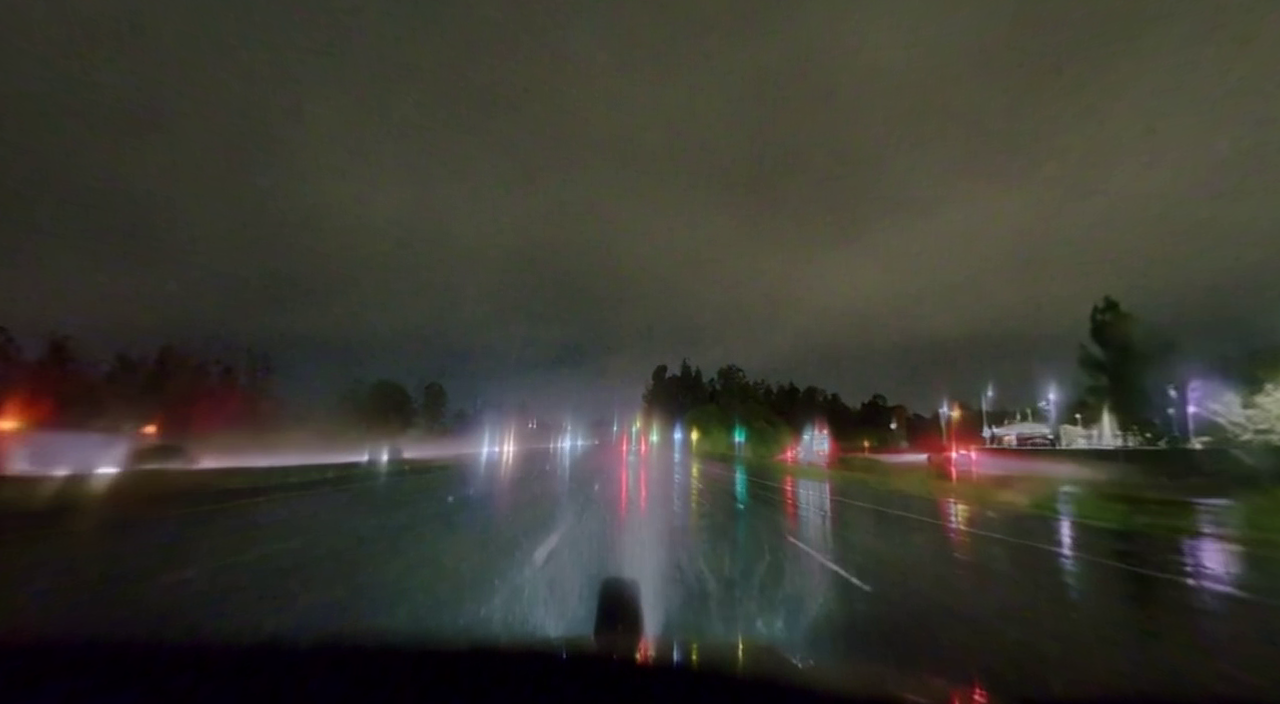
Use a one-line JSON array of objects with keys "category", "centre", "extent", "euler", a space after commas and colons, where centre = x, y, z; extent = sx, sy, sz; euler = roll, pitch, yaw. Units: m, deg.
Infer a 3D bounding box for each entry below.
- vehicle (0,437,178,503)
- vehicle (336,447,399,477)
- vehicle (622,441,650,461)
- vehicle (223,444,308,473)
[{"category": "vehicle", "centre": [-17.490, 3.568, 19.678], "extent": [2.006, 1.741, 5.547], "euler": [0, -9, 0]}, {"category": "vehicle", "centre": [-17.985, 7.271, 41.905], "extent": [1.956, 1.837, 4.700], "euler": [0, -9, 1]}, {"category": "vehicle", "centre": [-0.358, 7.580, 48.277], "extent": [2.025, 1.460, 4.189], "euler": [0, -9, -2]}, {"category": "vehicle", "centre": [-25.177, 7.167, 42.827], "extent": [2.216, 1.829, 5.798], "euler": [0, -9, 0]}]
